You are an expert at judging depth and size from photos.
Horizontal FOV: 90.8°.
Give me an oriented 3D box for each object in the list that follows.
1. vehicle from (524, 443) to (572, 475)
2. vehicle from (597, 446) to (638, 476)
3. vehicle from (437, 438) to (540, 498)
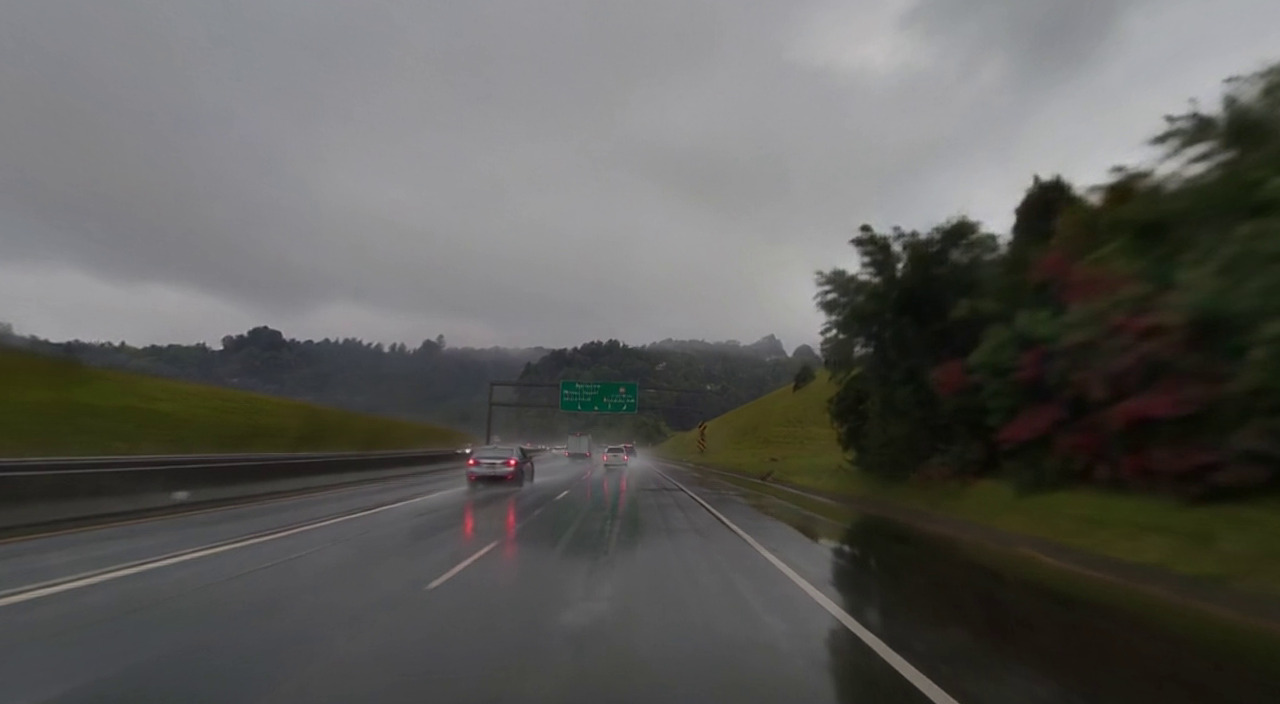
[{"bbox_3d":[-5.001,5.842,34.686,2.118,1.624,4.032,0,-9,-1],"label":"vehicle"},{"bbox_3d":[-1.184,5.587,32.581,1.988,1.440,4.201,0,-9,-2],"label":"vehicle"},{"bbox_3d":[-4.523,3.537,19.587,2.208,1.619,4.162,0,-9,-1],"label":"vehicle"}]
